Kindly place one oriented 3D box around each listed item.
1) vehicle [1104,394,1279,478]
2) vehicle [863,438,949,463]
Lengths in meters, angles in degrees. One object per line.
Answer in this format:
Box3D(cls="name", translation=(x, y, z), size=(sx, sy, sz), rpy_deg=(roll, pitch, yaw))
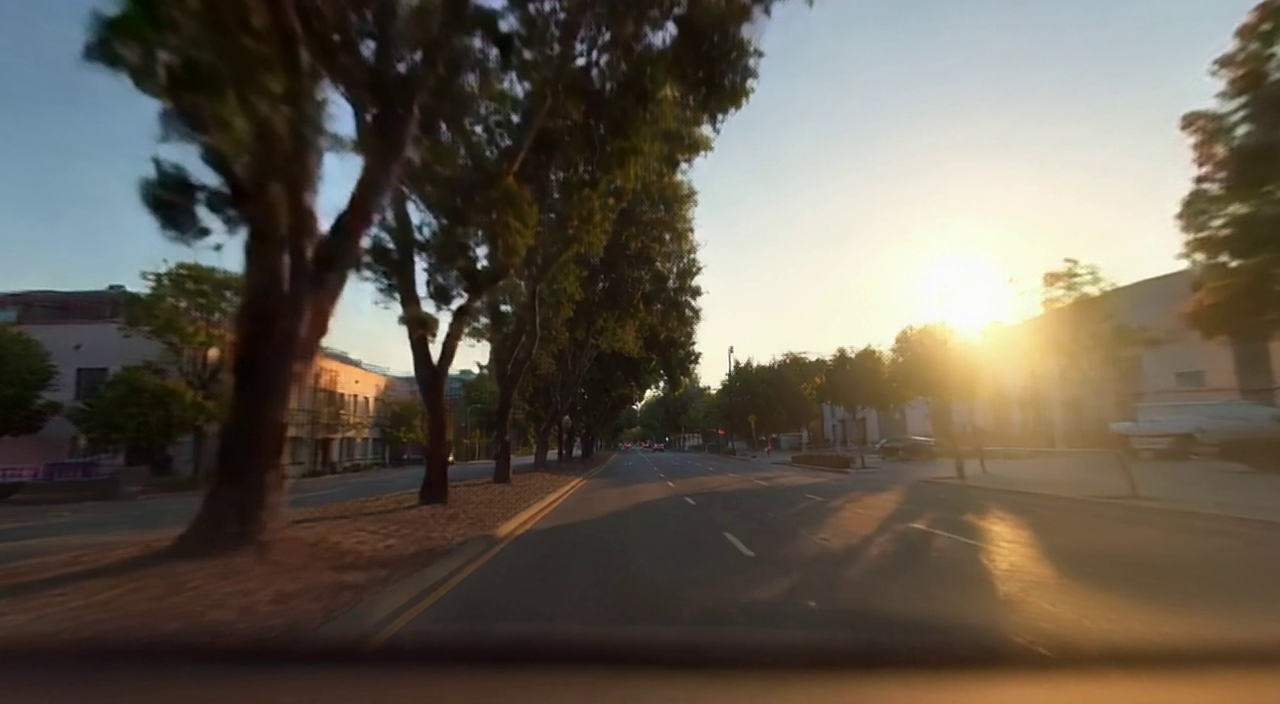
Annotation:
Box3D(cls="vehicle", translation=(21.652, 3.319, 24.619), size=(2.400, 2.851, 5.992), rpy_deg=(0, -9, 0))
Box3D(cls="vehicle", translation=(16.890, 6.249, 40.257), size=(4.505, 1.498, 2.068), rpy_deg=(0, -9, -3))
